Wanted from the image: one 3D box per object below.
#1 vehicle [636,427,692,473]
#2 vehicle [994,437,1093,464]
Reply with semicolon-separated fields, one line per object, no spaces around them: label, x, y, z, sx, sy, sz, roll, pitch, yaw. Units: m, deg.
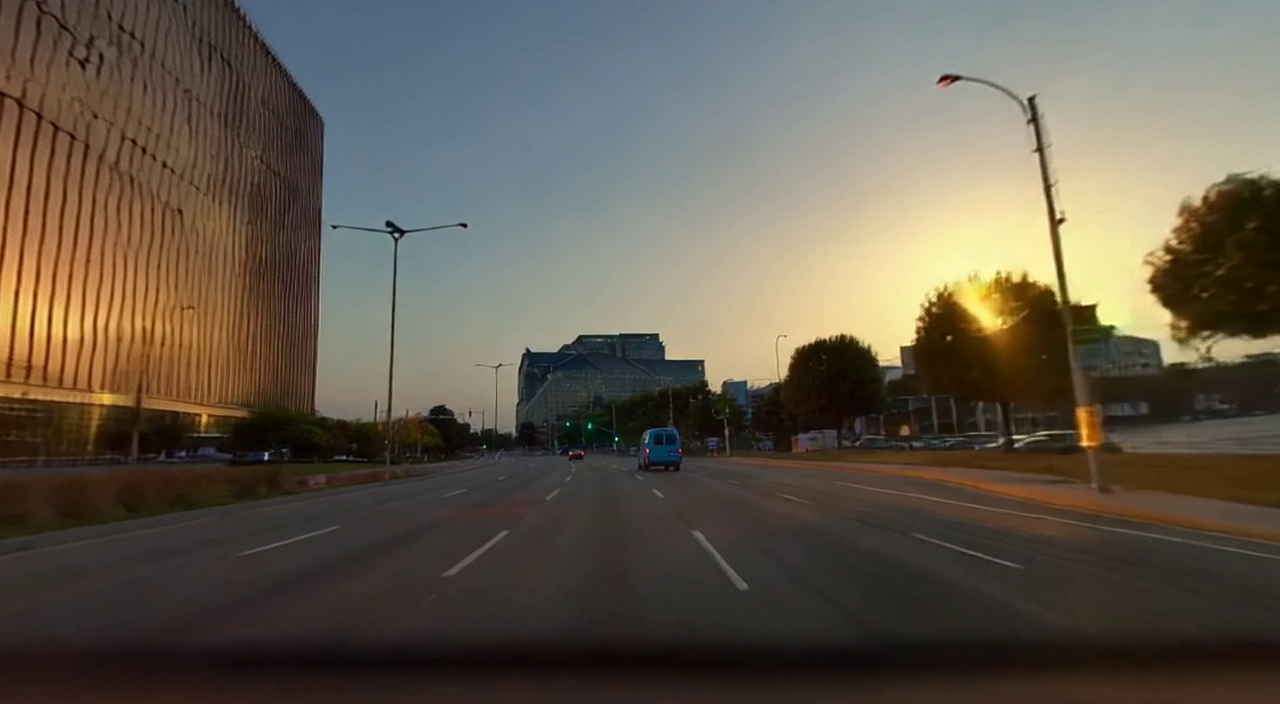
vehicle;1.178;5.186;33.421;2.339;2.244;4.817;1;-8;-6
vehicle;23.045;5.622;36.058;4.271;1.470;1.940;-1;-8;1
